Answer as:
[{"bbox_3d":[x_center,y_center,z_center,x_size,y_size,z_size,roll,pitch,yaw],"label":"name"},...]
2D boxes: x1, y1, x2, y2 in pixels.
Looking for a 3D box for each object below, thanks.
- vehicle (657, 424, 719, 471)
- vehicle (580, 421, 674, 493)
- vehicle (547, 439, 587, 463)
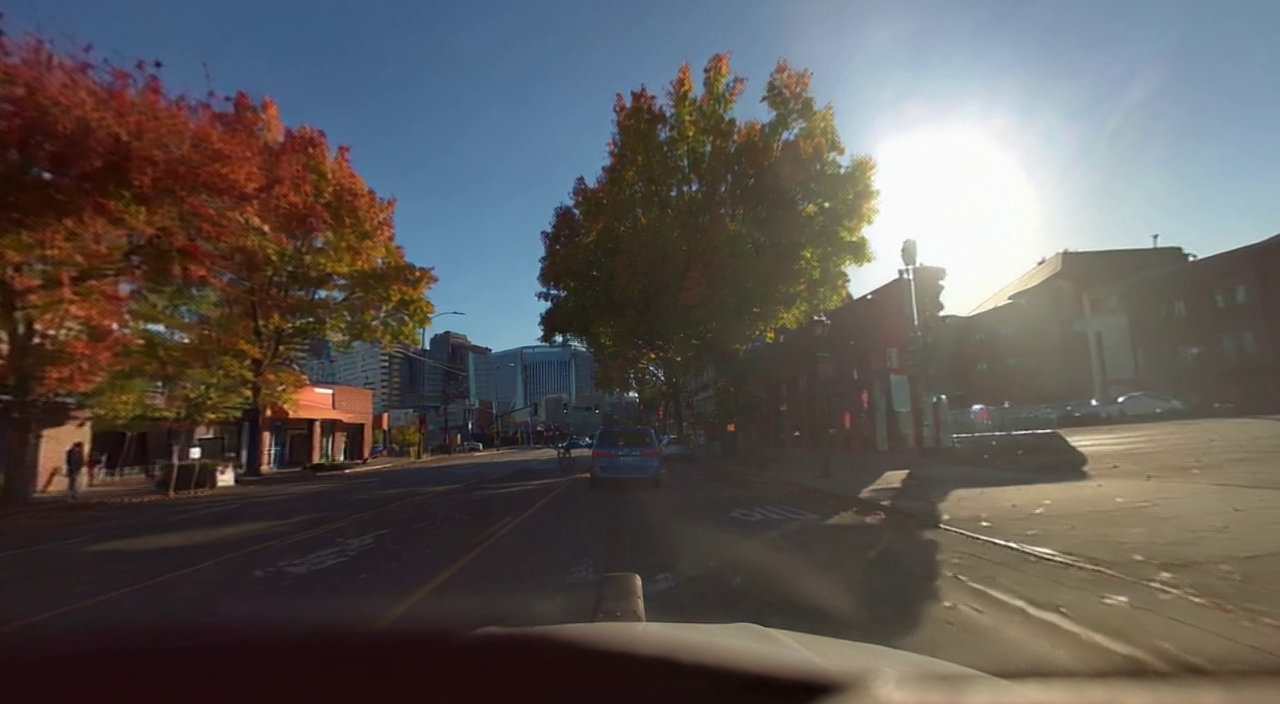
[{"bbox_3d":[2.127,4.409,29.258,2.147,1.968,4.478,1,-8,-5],"label":"vehicle"},{"bbox_3d":[-0.374,2.841,17.419,2.274,1.736,4.083,0,-8,-2],"label":"vehicle"},{"bbox_3d":[-4.522,6.180,39.494,2.096,1.415,4.515,0,-8,-1],"label":"vehicle"}]
